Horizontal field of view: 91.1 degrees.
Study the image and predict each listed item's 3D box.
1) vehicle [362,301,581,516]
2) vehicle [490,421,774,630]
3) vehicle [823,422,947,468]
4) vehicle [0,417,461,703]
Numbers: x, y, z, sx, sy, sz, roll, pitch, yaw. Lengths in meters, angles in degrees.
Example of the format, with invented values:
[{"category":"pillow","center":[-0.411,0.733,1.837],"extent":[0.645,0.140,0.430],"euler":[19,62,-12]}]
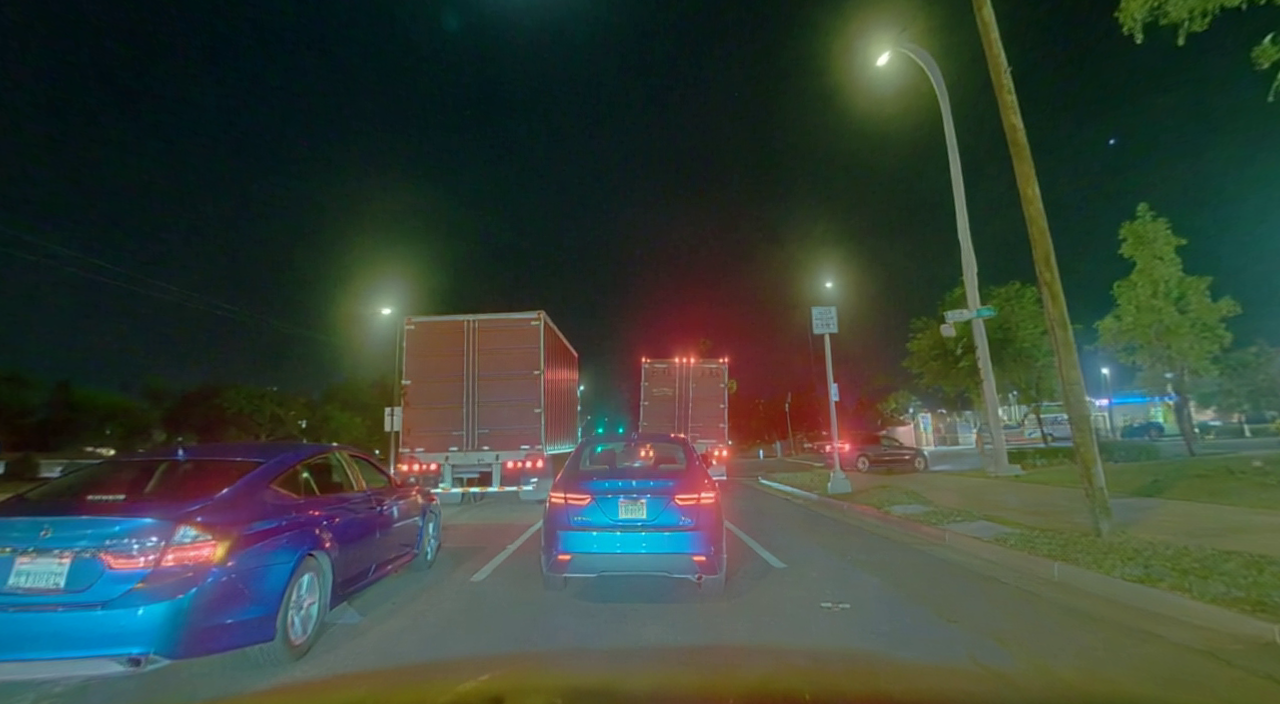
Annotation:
[{"category":"vehicle","center":[-3.262,1.472,14.624],"extent":[3.020,3.800,7.105],"euler":[0,-8,1]},{"category":"vehicle","center":[-0.113,1.571,6.705],"extent":[2.067,1.506,4.118],"euler":[0,-8,-2]},{"category":"vehicle","center":[10.921,4.177,28.144],"extent":[4.681,1.713,1.969],"euler":[-2,-10,-10]},{"category":"vehicle","center":[-3.102,1.373,5.162],"extent":[1.969,1.471,4.378],"euler":[0,-8,0]}]
